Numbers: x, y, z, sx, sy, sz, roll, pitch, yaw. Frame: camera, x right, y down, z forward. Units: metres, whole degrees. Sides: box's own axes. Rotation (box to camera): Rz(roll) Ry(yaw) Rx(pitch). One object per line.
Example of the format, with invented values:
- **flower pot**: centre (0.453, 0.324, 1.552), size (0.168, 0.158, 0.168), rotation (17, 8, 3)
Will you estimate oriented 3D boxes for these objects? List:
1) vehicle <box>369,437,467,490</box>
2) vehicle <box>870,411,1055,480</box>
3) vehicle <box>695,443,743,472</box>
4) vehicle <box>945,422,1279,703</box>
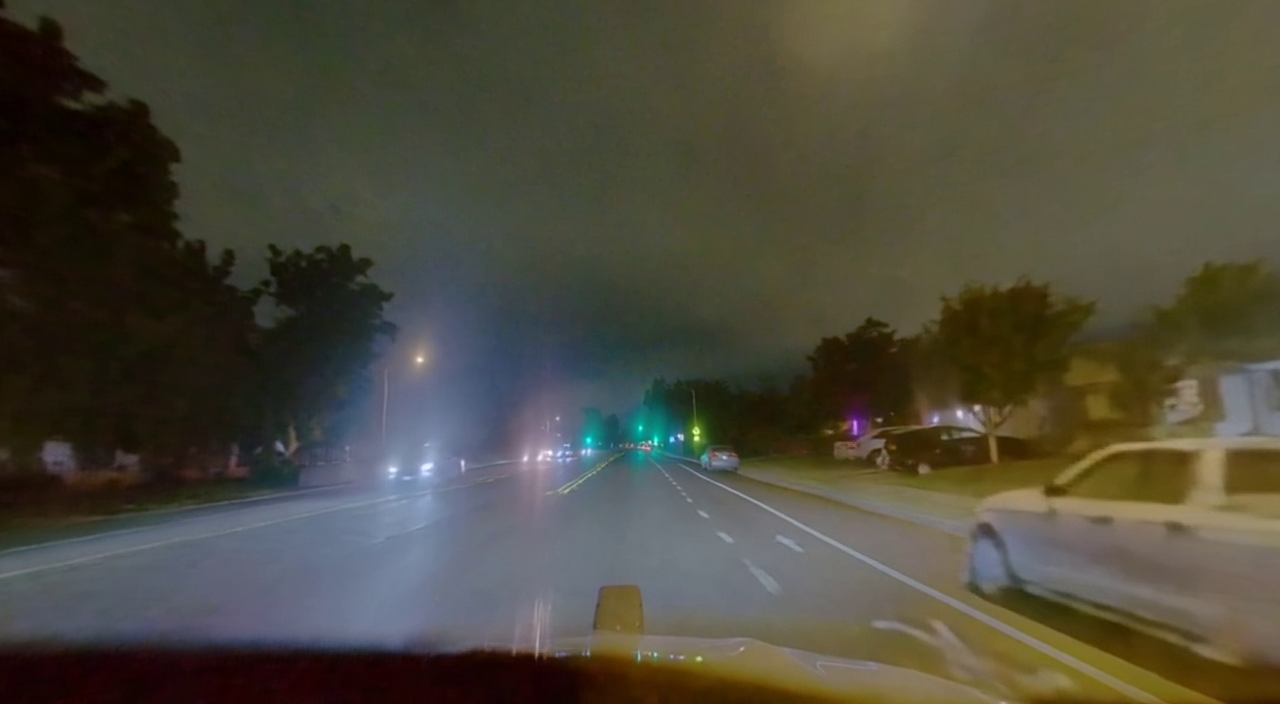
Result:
- **vehicle**: centre (-8.596, 4.348, 25.009), size (2.146, 1.869, 4.654), rotation (0, -8, 0)
- **vehicle**: centre (10.741, 3.170, 21.311), size (4.964, 1.739, 2.184), rotation (-4, -10, -6)
- **vehicle**: centre (4.244, 5.768, 34.819), size (2.011, 1.458, 4.633), rotation (0, -8, -1)
- **vehicle**: centre (3.866, 1.180, 3.567), size (1.991, 1.500, 4.562), rotation (0, -8, 0)
